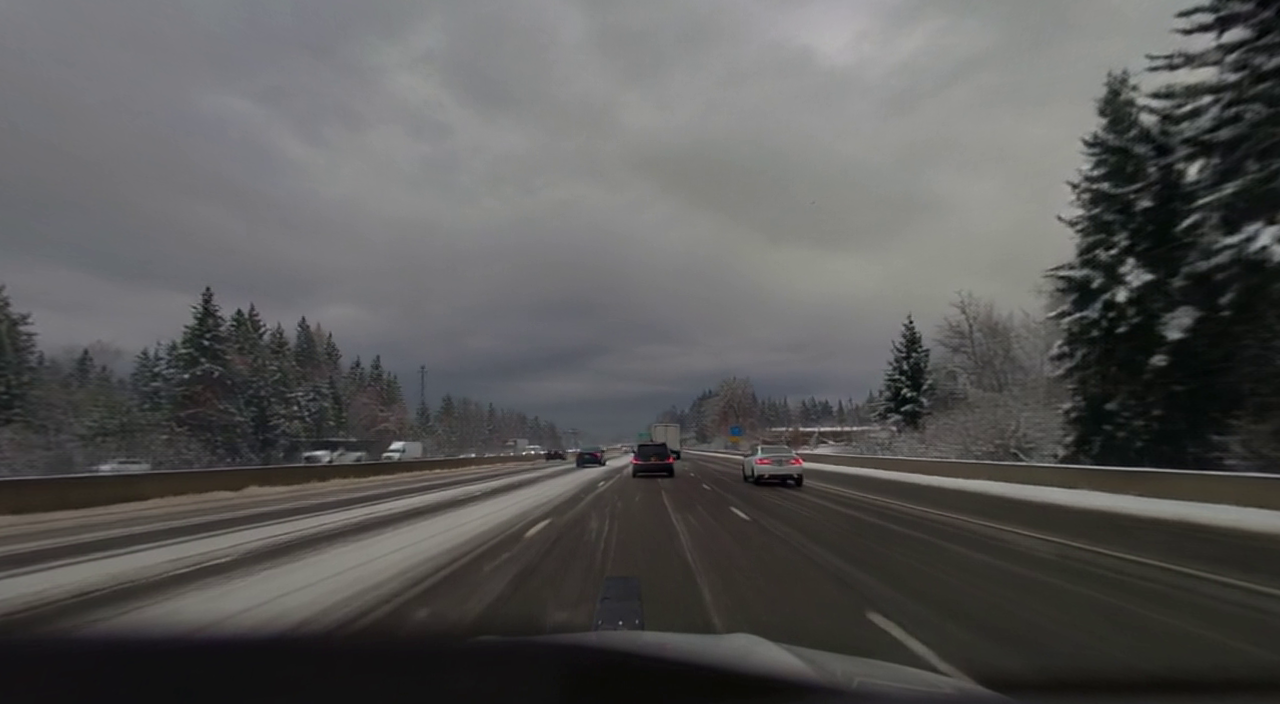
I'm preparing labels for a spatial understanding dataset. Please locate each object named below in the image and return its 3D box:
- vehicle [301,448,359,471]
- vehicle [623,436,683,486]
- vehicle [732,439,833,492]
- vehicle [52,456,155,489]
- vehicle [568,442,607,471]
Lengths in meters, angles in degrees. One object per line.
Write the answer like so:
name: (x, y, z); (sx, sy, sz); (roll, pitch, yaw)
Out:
vehicle: (-17.991, 6.220, 36.793); (1.569, 1.270, 3.349); (-1, -9, 2)
vehicle: (0.479, 4.158, 24.401); (2.103, 1.717, 4.399); (0, -9, 0)
vehicle: (4.382, 3.583, 20.307); (2.146, 1.482, 4.665); (0, -9, 0)
vehicle: (-25.980, 5.813, 30.754); (1.813, 1.448, 3.521); (0, -9, 1)
vehicle: (-3.245, 6.593, 40.024); (1.988, 1.696, 4.754); (0, -8, 1)
